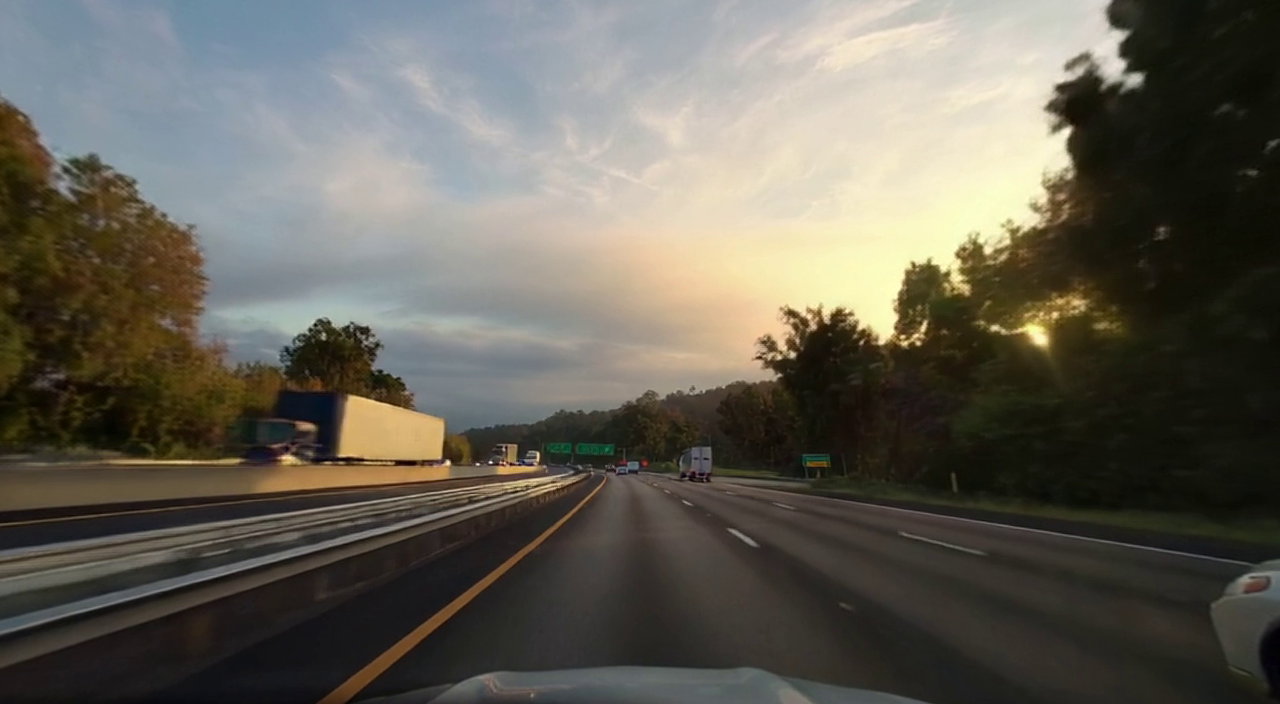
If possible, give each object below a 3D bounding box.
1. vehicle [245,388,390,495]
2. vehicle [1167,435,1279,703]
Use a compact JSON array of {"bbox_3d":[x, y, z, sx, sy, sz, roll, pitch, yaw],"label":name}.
[{"bbox_3d":[-13.387,3.896,26.796,2.943,3.994,6.018,1,-10,-2],"label":"vehicle"},{"bbox_3d":[3.874,0.830,1.031,1.965,1.502,4.599,1,-10,-1],"label":"vehicle"}]
